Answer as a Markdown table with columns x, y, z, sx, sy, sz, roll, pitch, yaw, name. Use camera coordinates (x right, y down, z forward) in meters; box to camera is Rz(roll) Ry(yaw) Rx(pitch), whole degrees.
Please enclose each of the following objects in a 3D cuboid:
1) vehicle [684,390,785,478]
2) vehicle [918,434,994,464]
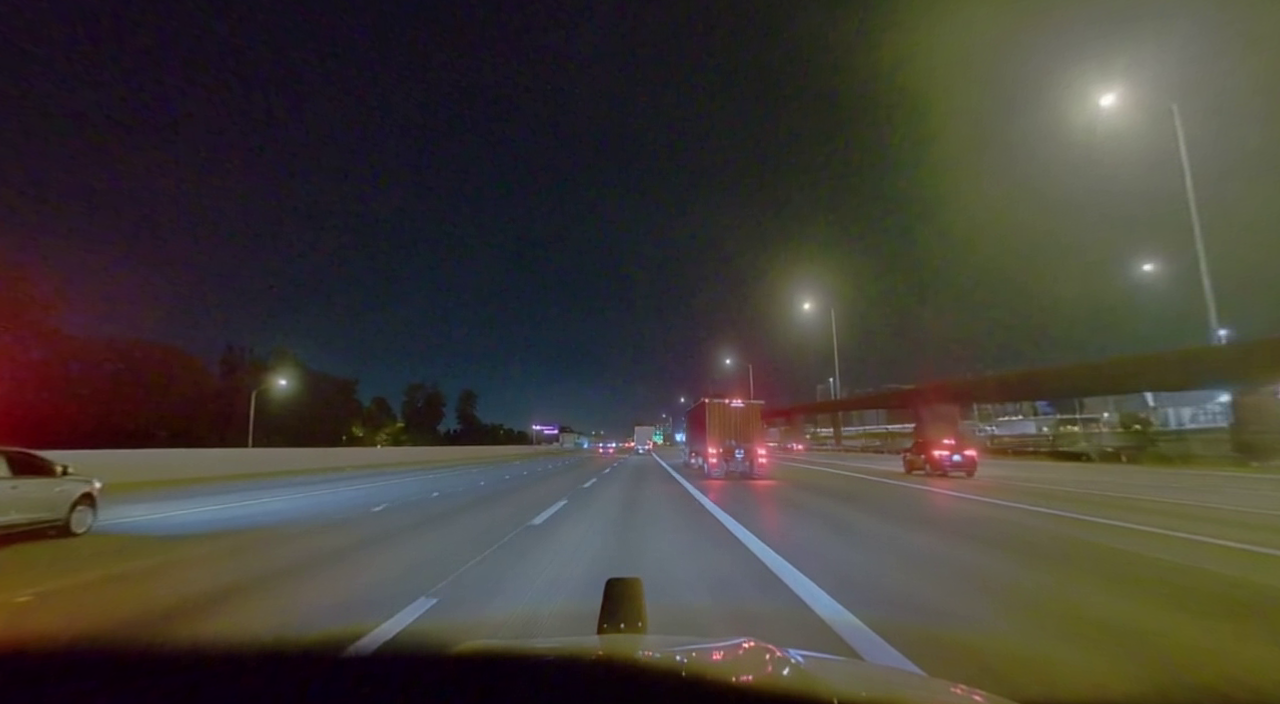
| x | y | z | sx | sy | sz | roll | pitch | yaw | name |
| --- | --- | --- | --- | --- | --- | --- | --- | --- | --- |
| 4.021 | 3.951 | 29.629 | 3.049 | 3.395 | 10.595 | 0 | -8 | 0 | vehicle |
| 17.615 | 5.468 | 35.265 | 2.021 | 1.549 | 4.322 | 1 | -9 | 1 | vehicle |
